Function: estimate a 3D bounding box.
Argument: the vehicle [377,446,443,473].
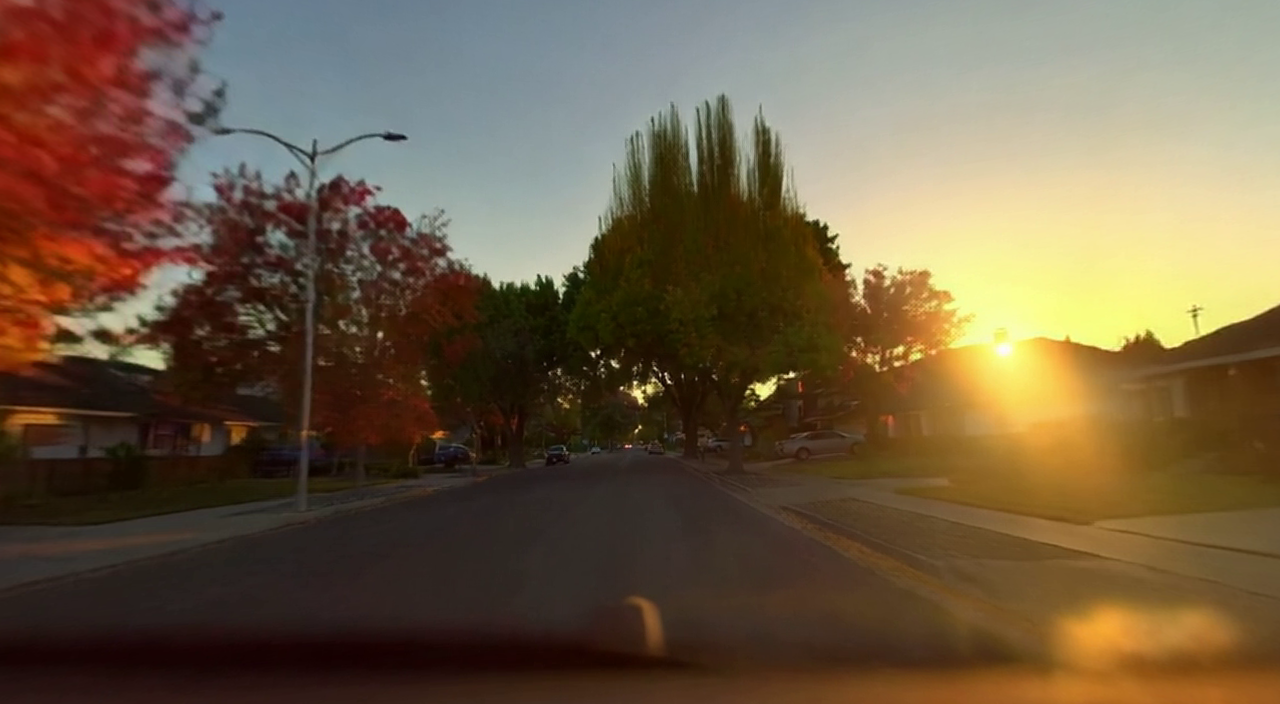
[{"bbox_3d":[-14.184,6.633,39.245,1.982,1.596,3.988,-2,-9,12],"label":"vehicle"}]

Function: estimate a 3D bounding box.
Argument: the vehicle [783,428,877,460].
[{"bbox_3d":[10.438,5.125,35.027,4.582,1.680,2.223,-1,-9,4],"label":"vehicle"}]

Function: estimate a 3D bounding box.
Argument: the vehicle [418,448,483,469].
[{"bbox_3d":[-14.524,8.178,48.593,4.285,1.483,1.954,0,-9,0],"label":"vehicle"}]
